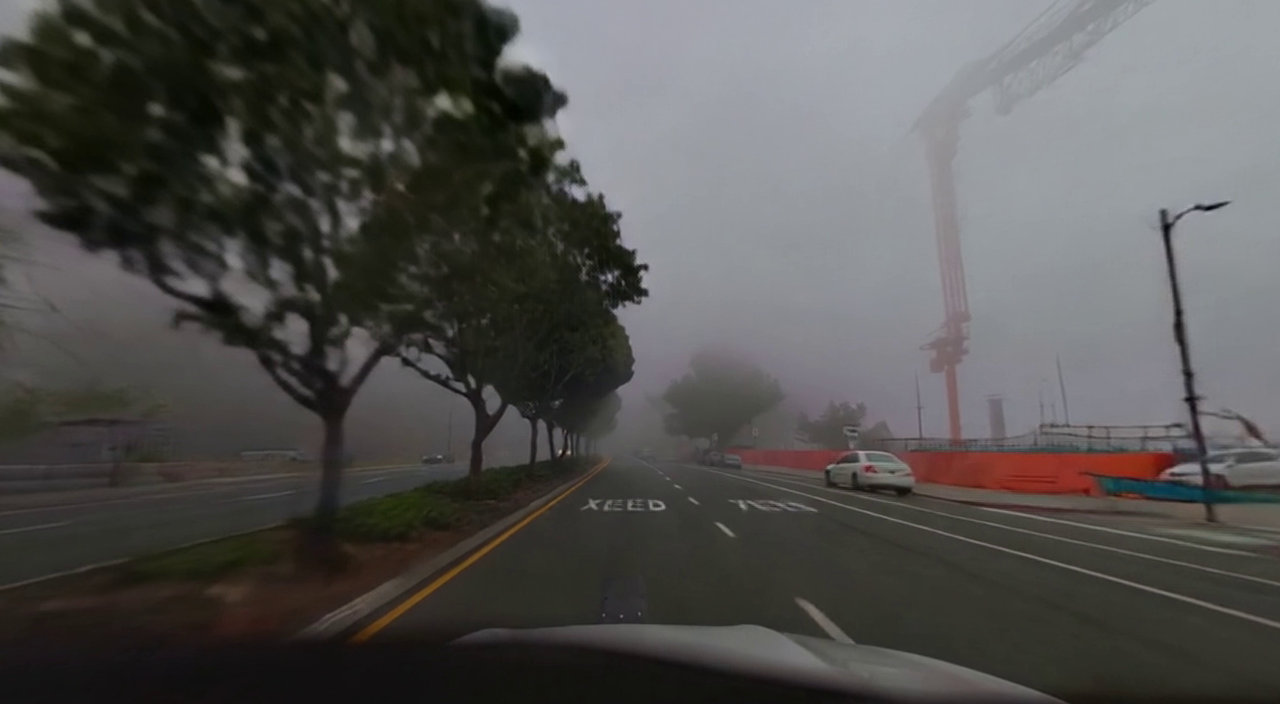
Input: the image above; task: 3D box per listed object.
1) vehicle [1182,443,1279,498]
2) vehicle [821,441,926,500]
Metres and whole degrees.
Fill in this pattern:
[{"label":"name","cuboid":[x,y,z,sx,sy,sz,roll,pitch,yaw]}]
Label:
[{"label":"vehicle","cuboid":[21.051,3.926,21.191,1.965,1.690,4.077,0,-9,-1]},{"label":"vehicle","cuboid":[8.153,4.125,22.476,2.080,1.706,4.392,5,-9,1]}]
